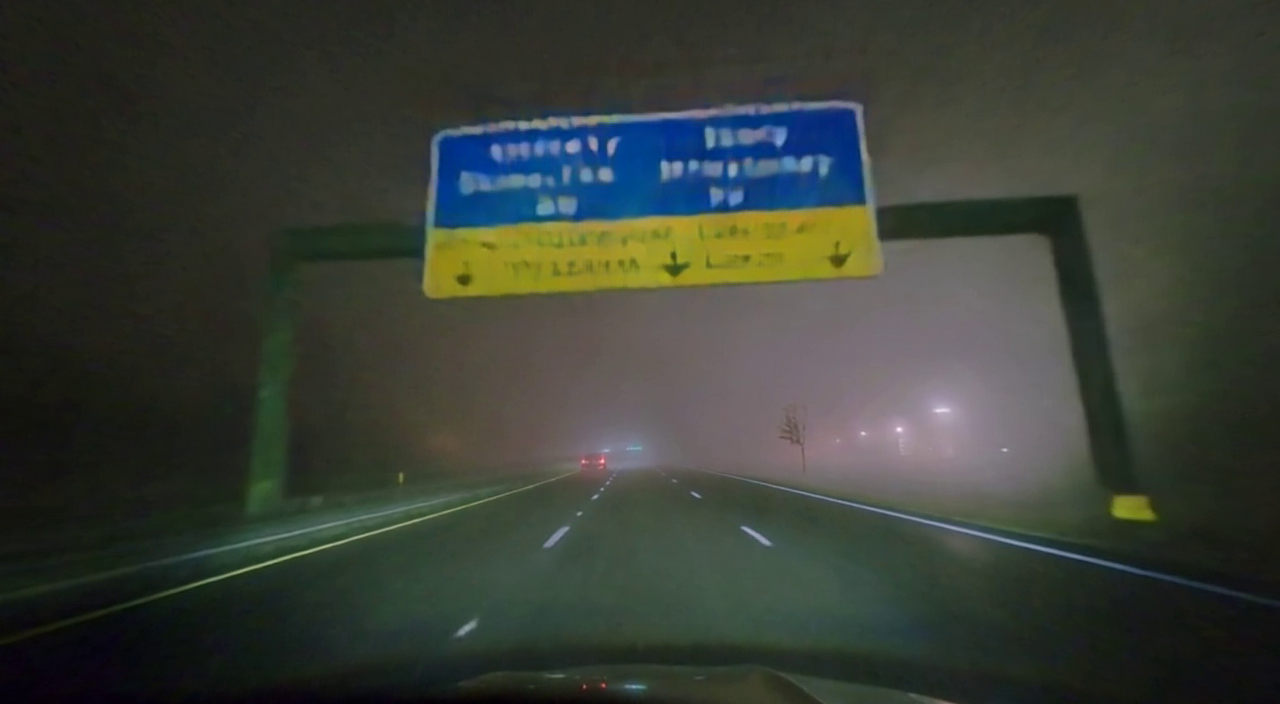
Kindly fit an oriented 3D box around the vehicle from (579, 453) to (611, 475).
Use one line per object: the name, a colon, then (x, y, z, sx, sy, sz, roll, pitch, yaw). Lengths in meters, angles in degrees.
vehicle: (-3.241, 8.214, 46.233, 2.041, 1.512, 3.996, 0, -9, 1)
